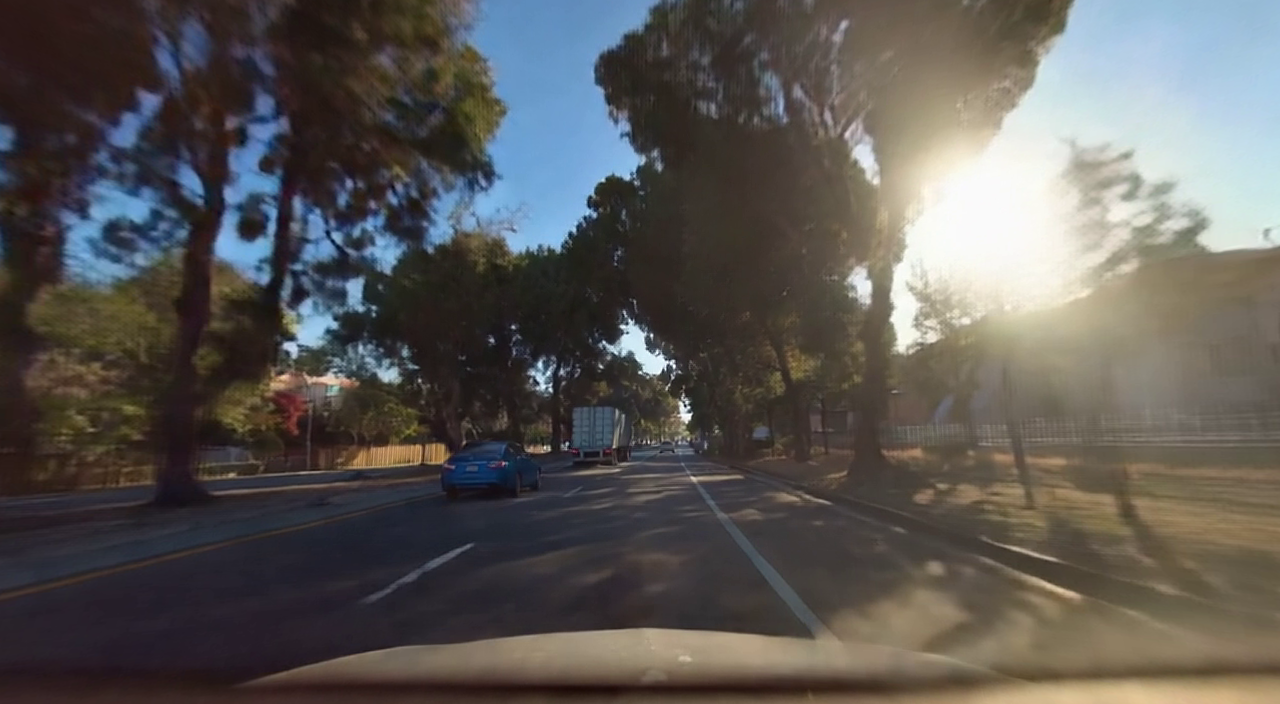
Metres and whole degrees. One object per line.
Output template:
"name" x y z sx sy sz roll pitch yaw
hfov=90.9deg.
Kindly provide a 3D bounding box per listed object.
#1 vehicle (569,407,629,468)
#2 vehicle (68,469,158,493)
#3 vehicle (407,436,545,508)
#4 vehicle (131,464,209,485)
"vehicle" -2.306 5.199 38.401 2.746 3.276 8.572 0 -8 2
"vehicle" -34.029 8.316 40.764 3.992 1.467 2.092 -1 -10 4
"vehicle" -3.725 2.795 15.254 2.005 1.462 4.345 0 -8 3
"vehicle" -34.374 8.961 46.145 4.333 1.436 1.871 -1 -8 4
